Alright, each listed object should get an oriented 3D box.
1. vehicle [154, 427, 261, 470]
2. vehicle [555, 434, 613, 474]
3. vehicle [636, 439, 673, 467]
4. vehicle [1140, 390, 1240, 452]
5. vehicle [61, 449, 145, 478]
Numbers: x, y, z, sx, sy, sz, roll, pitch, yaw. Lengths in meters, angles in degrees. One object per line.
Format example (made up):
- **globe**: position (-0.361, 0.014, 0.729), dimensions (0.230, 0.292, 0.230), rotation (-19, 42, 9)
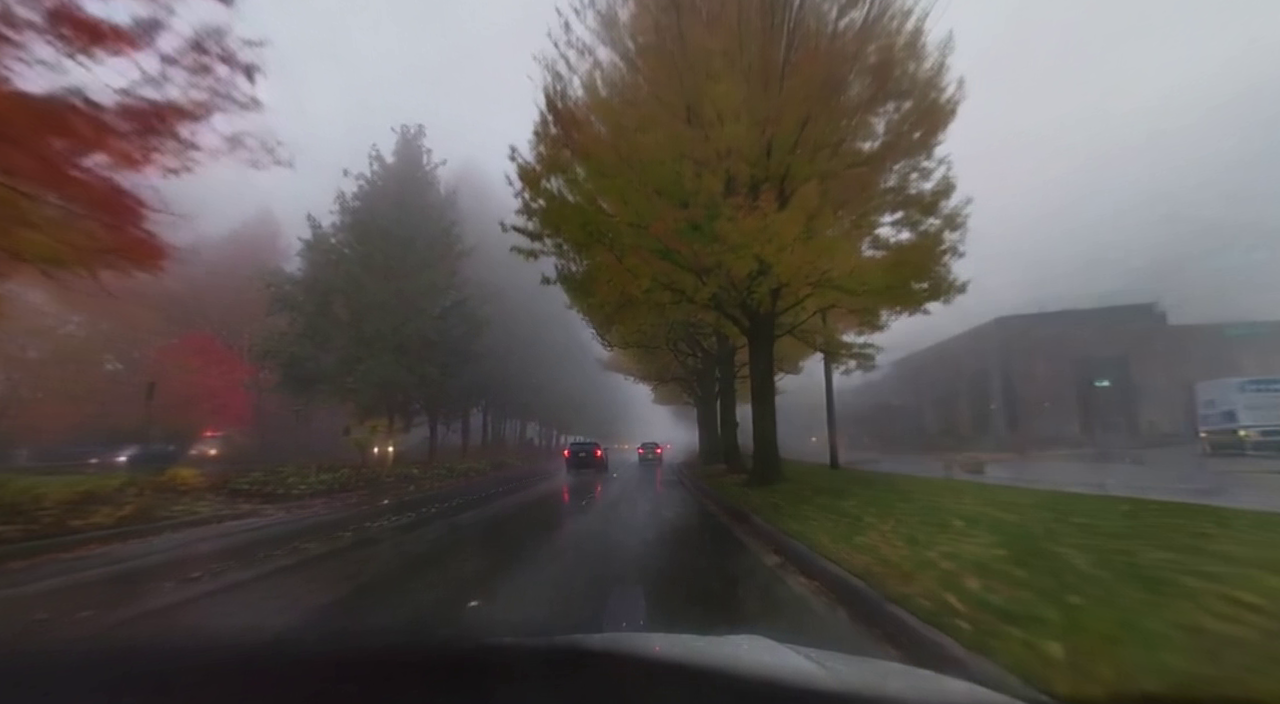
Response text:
- **vehicle**: position (-29.923, 6.718, 43.983), dimensions (2.239, 2.706, 6.900), rotation (-1, -8, 3)
- **vehicle**: position (-2.543, 4.735, 29.433), dimensions (2.197, 1.709, 4.069), rotation (0, -8, 2)
- **vehicle**: position (0.861, 5.810, 36.368), dimensions (2.040, 1.493, 3.682), rotation (0, -8, 2)
- **vehicle**: position (23.115, 2.970, 26.582), dimensions (2.320, 2.489, 2.049), rotation (-3, -9, 16)
- **vehicle**: position (-36.238, 7.510, 42.639), dimensions (1.929, 1.773, 4.409), rotation (0, -9, -2)
